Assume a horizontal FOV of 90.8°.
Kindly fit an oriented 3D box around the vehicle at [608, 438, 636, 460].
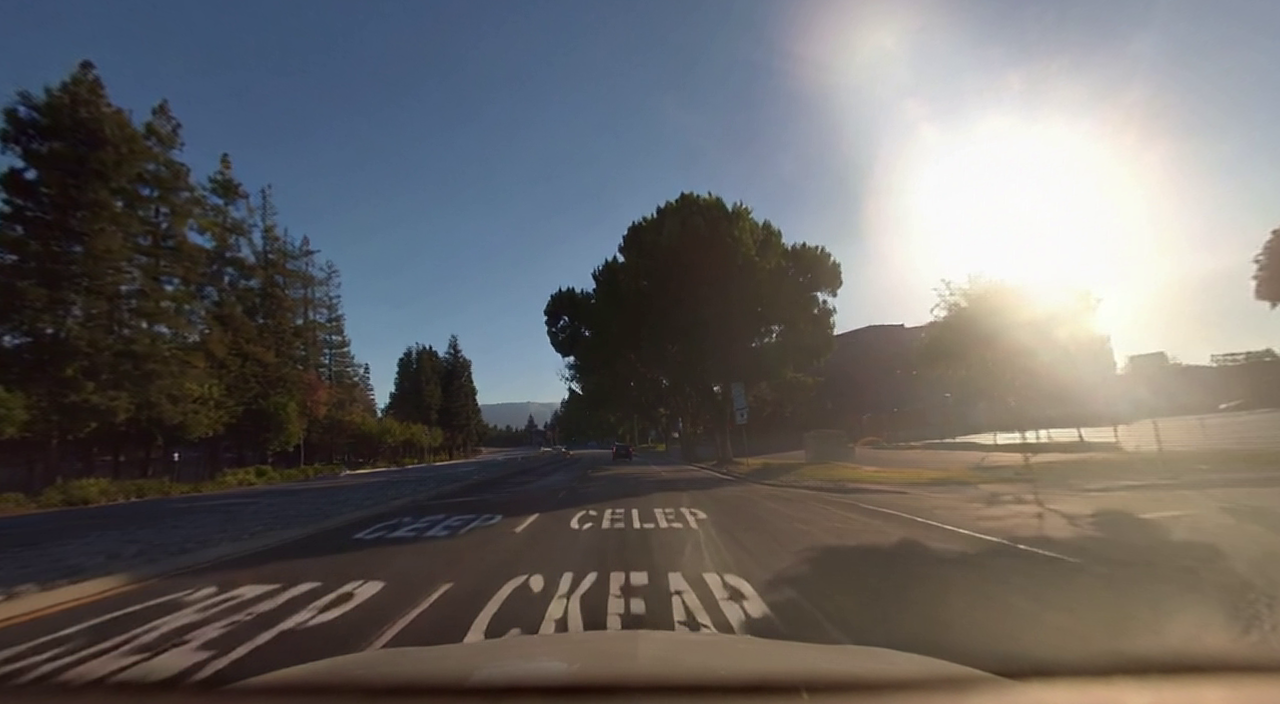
[{"bbox_3d":[-1.366,7.509,48.886,2.045,1.613,4.210,0,-8,-1],"label":"vehicle"}]
